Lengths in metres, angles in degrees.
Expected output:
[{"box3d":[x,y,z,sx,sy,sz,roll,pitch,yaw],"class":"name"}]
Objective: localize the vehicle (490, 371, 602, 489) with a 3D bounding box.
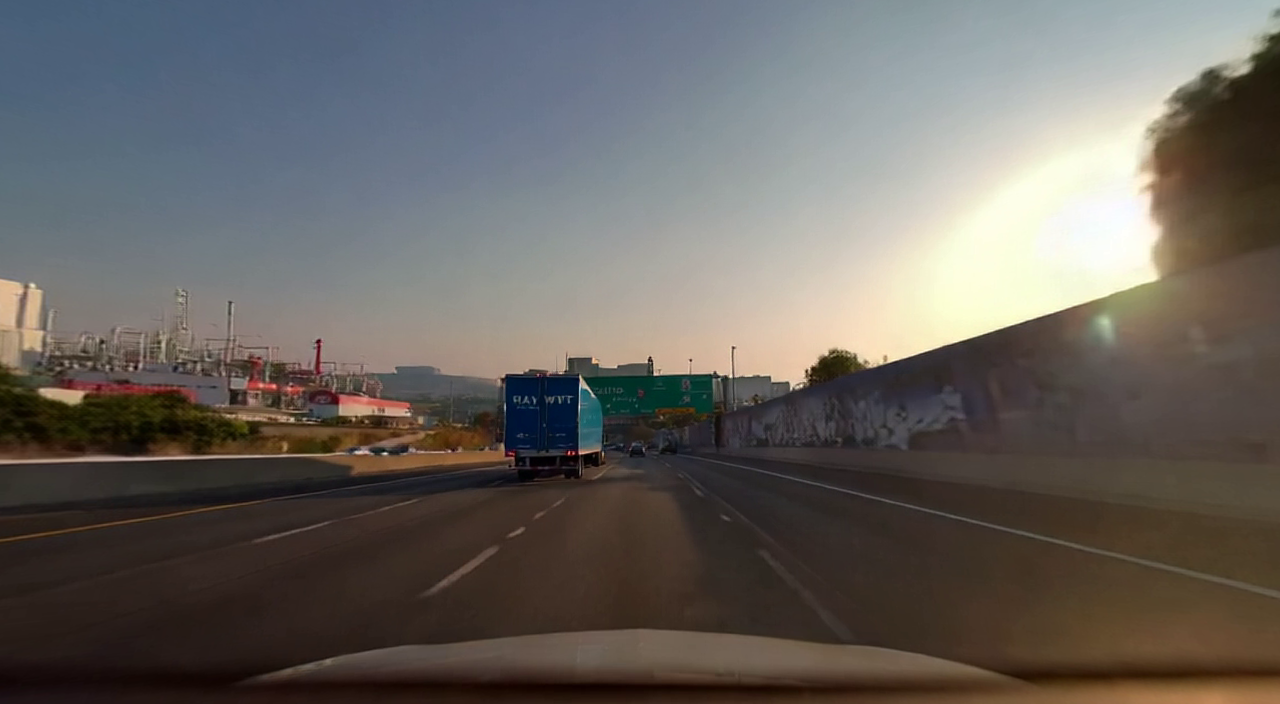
[{"box3d":[-3.522,3.233,26.367,2.977,4.048,8.890,1,-7,2],"class":"vehicle"}]
